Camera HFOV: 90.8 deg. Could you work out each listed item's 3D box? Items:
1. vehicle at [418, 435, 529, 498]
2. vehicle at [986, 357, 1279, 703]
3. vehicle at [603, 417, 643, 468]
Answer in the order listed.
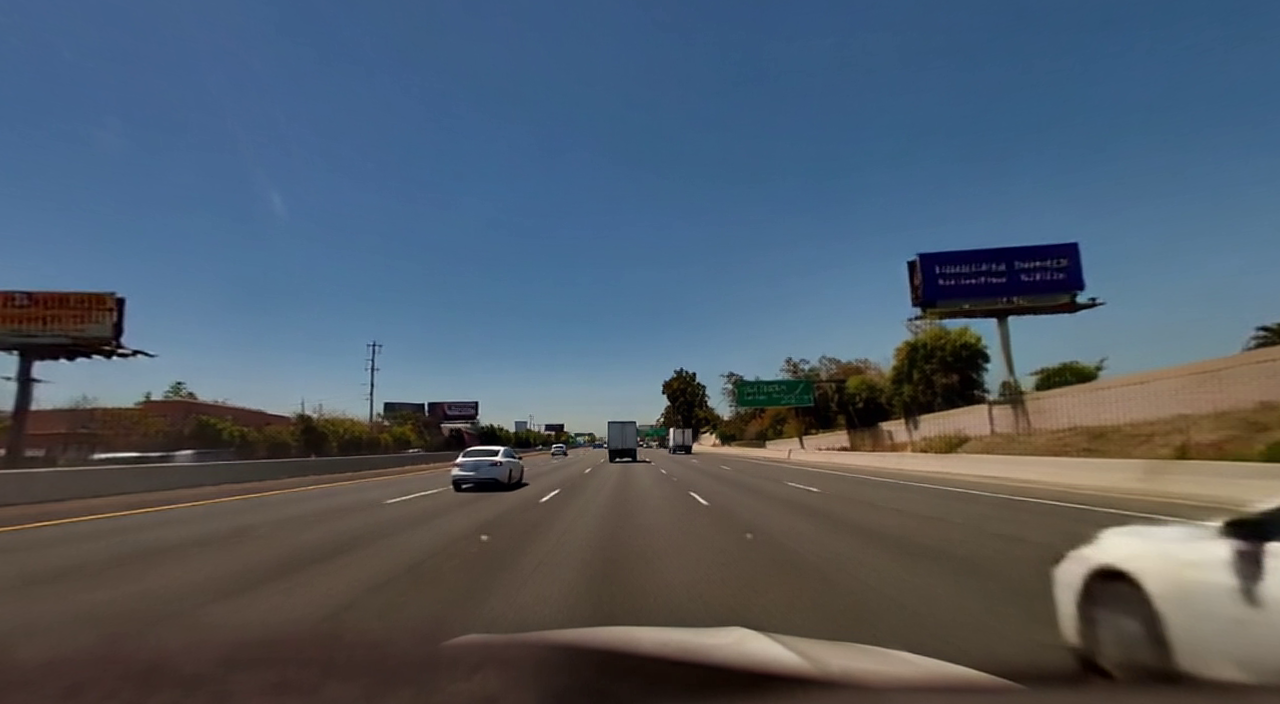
[{"bbox_3d":[-4.716,3.323,18.749,2.021,1.598,4.887,0,-8,-1],"label":"vehicle"},{"bbox_3d":[3.056,0.700,1.118,2.175,1.598,4.584,0,-8,-2],"label":"vehicle"},{"bbox_3d":[-1.112,5.777,40.230,2.364,2.953,6.495,0,-8,-2],"label":"vehicle"}]
